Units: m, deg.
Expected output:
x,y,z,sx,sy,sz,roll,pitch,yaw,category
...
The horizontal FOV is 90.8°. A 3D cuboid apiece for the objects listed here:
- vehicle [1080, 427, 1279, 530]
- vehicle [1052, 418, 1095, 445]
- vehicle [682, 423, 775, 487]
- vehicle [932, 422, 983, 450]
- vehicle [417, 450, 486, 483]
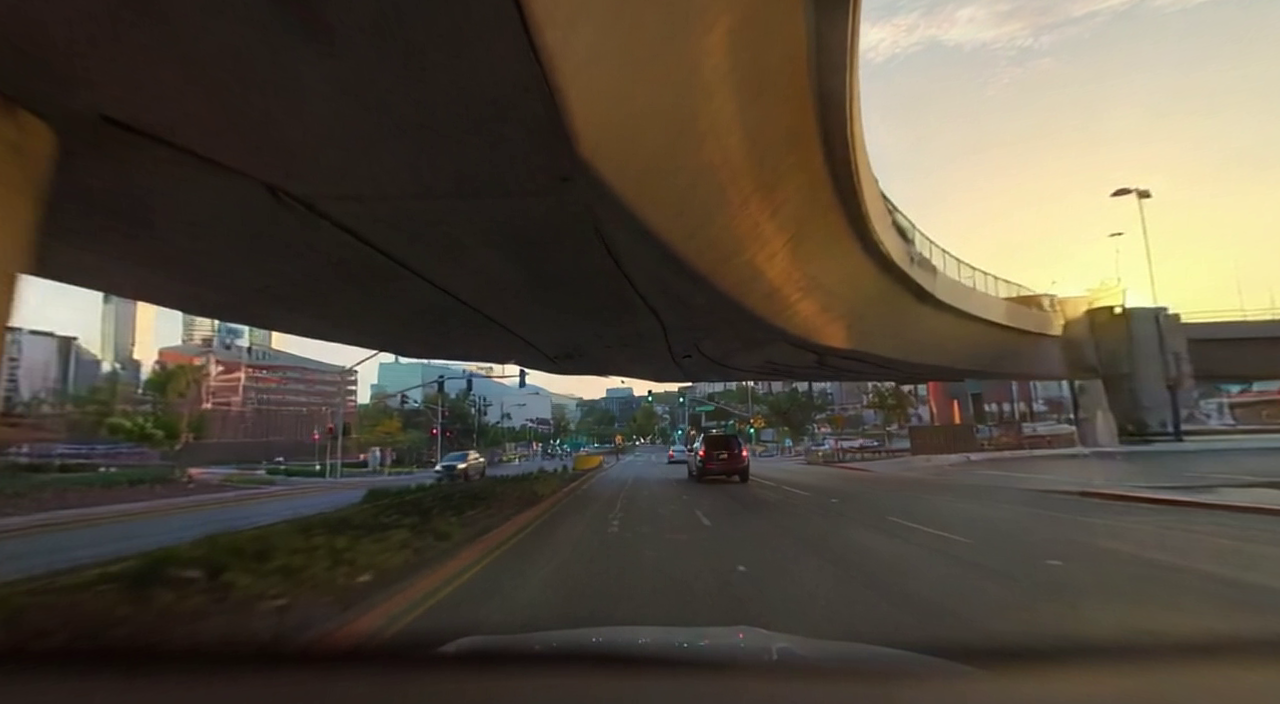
x,y,z,sx,sy,sz,roll,pitch,yaw,category
10.196,2.050,10.584,1.989,1.472,5.054,0,-9,0,vehicle
31.060,5.771,45.401,2.266,1.854,4.776,-5,-10,32,vehicle
3.010,3.721,23.092,2.559,2.017,5.562,0,-9,0,vehicle
19.406,5.176,38.514,2.100,1.626,4.450,-6,-10,33,vehicle
-9.110,5.553,30.934,1.975,1.471,4.604,0,-9,0,vehicle
